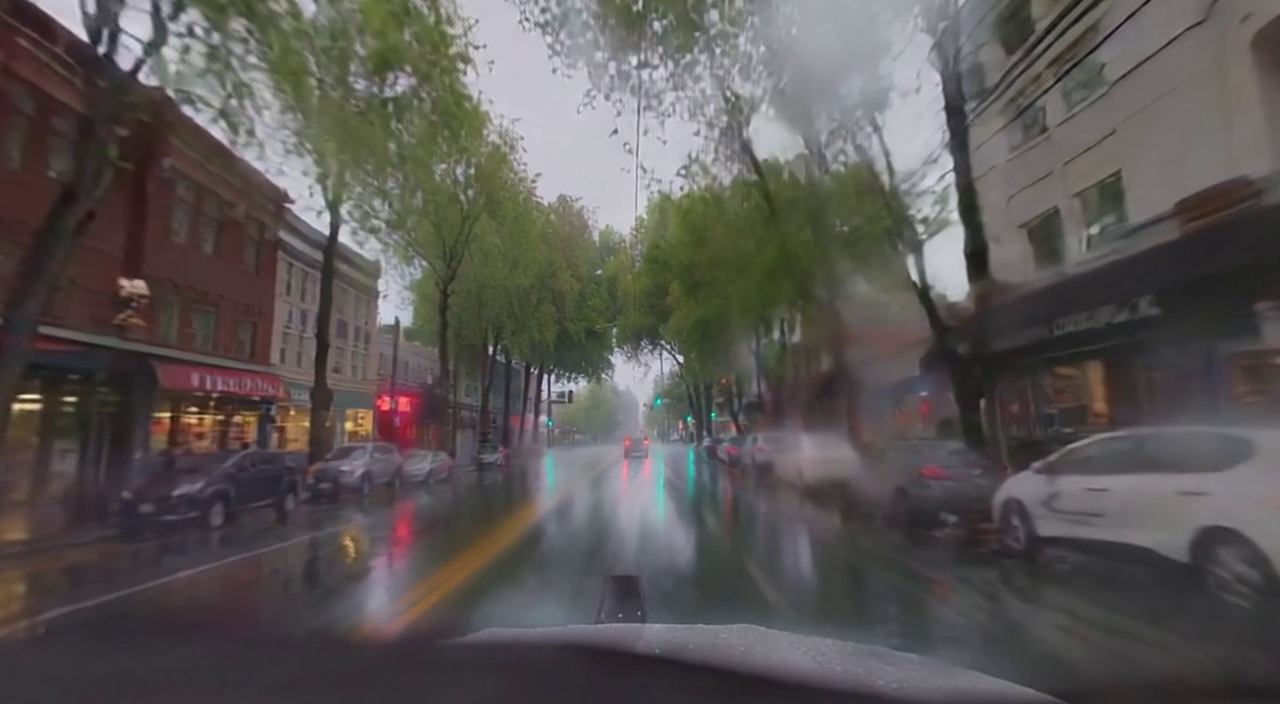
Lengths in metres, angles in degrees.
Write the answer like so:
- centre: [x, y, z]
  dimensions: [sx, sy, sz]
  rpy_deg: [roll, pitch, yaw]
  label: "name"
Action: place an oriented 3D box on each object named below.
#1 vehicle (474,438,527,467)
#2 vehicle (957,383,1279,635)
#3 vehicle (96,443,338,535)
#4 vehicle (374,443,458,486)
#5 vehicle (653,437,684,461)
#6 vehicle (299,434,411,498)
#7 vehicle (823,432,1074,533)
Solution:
- centre: [-9.665, 7.060, 44.283]
  dimensions: [2.305, 1.883, 5.580]
  rpy_deg: [-1, -9, 1]
  label: "vehicle"
- centre: [5.587, 1.385, 6.368]
  dimensions: [2.042, 1.787, 5.110]
  rpy_deg: [-1, -8, -1]
  label: "vehicle"
- centre: [-9.906, 3.182, 15.615]
  dimensions: [2.081, 1.819, 5.607]
  rpy_deg: [-1, -8, 0]
  label: "vehicle"
- centre: [-10.082, 5.058, 28.962]
  dimensions: [1.988, 1.718, 5.661]
  rpy_deg: [0, -8, -2]
  label: "vehicle"
- centre: [1.997, 6.907, 45.212]
  dimensions: [1.998, 1.580, 4.015]
  rpy_deg: [0, -8, -1]
  label: "vehicle"
- centre: [-10.075, 4.042, 22.824]
  dimensions: [2.020, 2.013, 4.758]
  rpy_deg: [0, -8, -3]
  label: "vehicle"
- centre: [5.415, 2.345, 12.137]
  dimensions: [2.163, 1.484, 5.019]
  rpy_deg: [0, -8, -2]
  label: "vehicle"
